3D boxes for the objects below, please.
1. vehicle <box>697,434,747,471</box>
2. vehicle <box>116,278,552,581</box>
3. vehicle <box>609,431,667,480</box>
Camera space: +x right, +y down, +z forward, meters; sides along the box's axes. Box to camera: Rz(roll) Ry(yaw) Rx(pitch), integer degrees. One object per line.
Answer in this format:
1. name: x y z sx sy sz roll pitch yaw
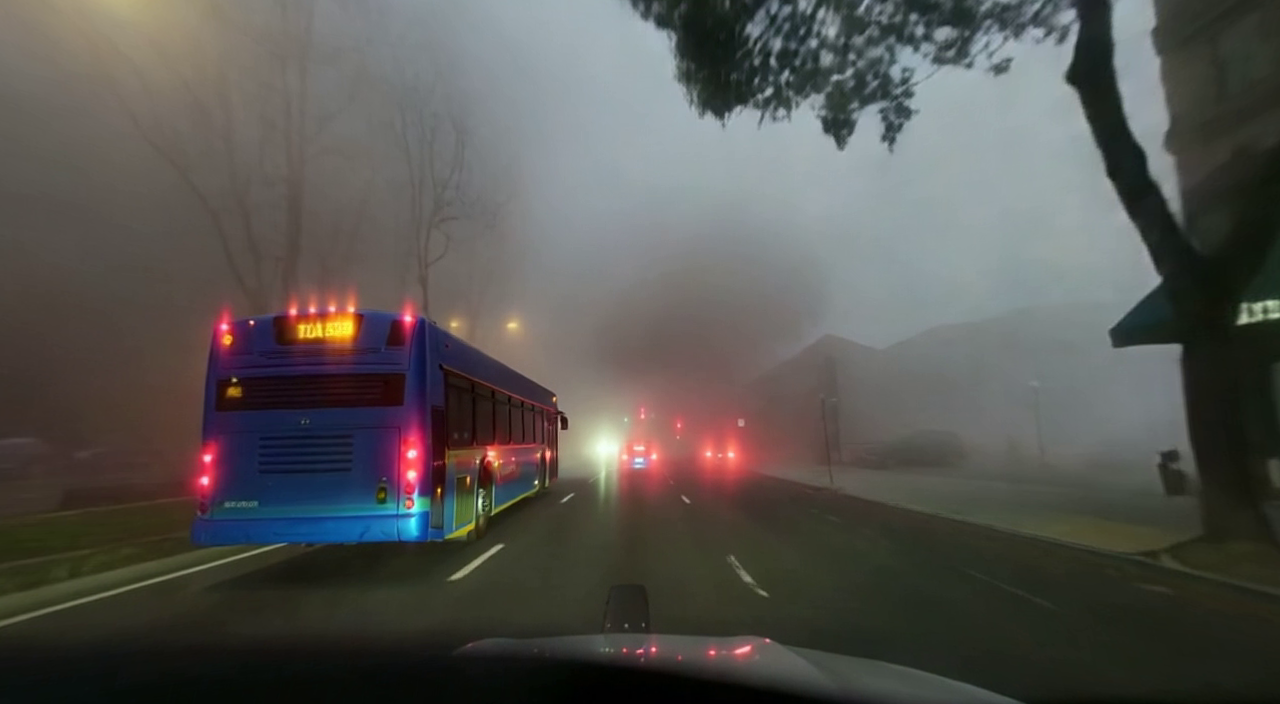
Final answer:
1. vehicle: 4.222 5.282 33.251 2.138 1.787 4.522 0 -8 2
2. vehicle: -3.500 1.136 10.353 2.920 2.884 8.588 0 -6 0
3. vehicle: -0.047 4.045 24.866 2.120 1.727 3.917 0 -8 1
